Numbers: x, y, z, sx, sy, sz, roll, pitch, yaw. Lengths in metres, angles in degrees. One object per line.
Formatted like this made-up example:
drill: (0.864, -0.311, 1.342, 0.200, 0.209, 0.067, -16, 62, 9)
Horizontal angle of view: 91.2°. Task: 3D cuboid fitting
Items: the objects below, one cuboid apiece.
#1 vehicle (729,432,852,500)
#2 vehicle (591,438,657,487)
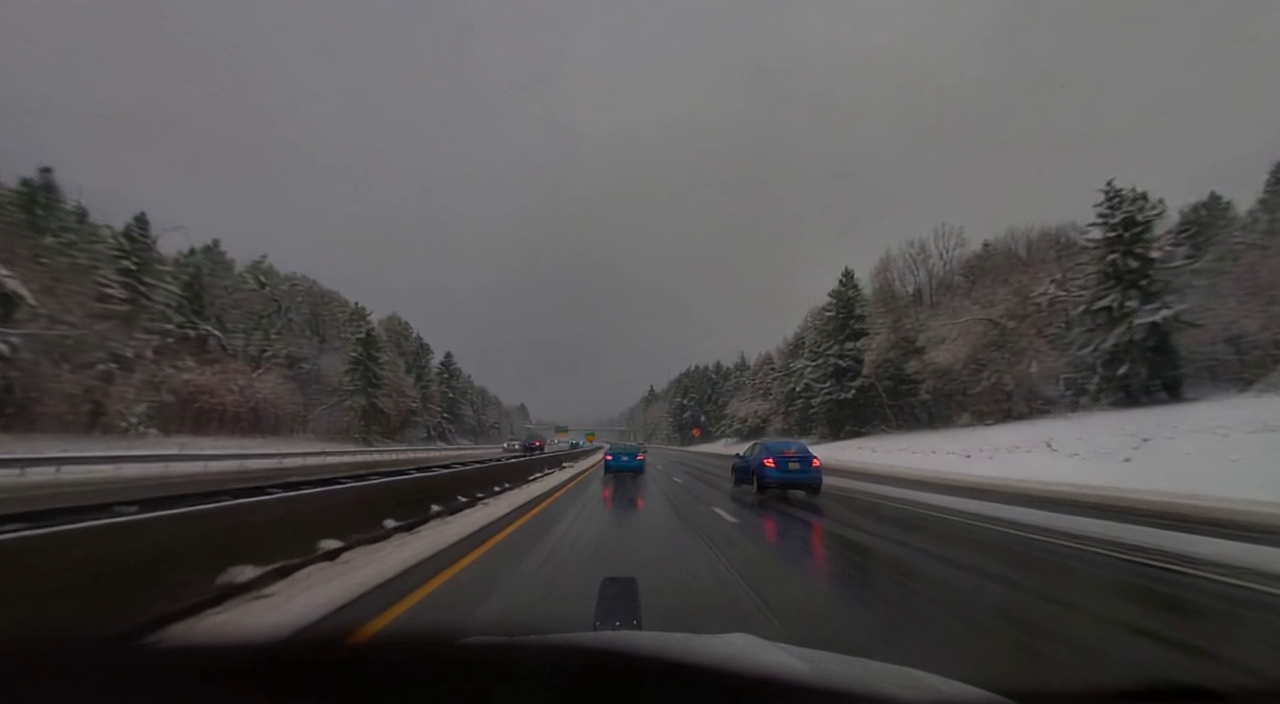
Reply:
vehicle: (3.928, 3.073, 17.180, 2.300, 1.595, 4.144, -1, -9, 0)
vehicle: (-0.532, 3.920, 22.504, 2.128, 1.516, 4.410, -1, -9, 0)
